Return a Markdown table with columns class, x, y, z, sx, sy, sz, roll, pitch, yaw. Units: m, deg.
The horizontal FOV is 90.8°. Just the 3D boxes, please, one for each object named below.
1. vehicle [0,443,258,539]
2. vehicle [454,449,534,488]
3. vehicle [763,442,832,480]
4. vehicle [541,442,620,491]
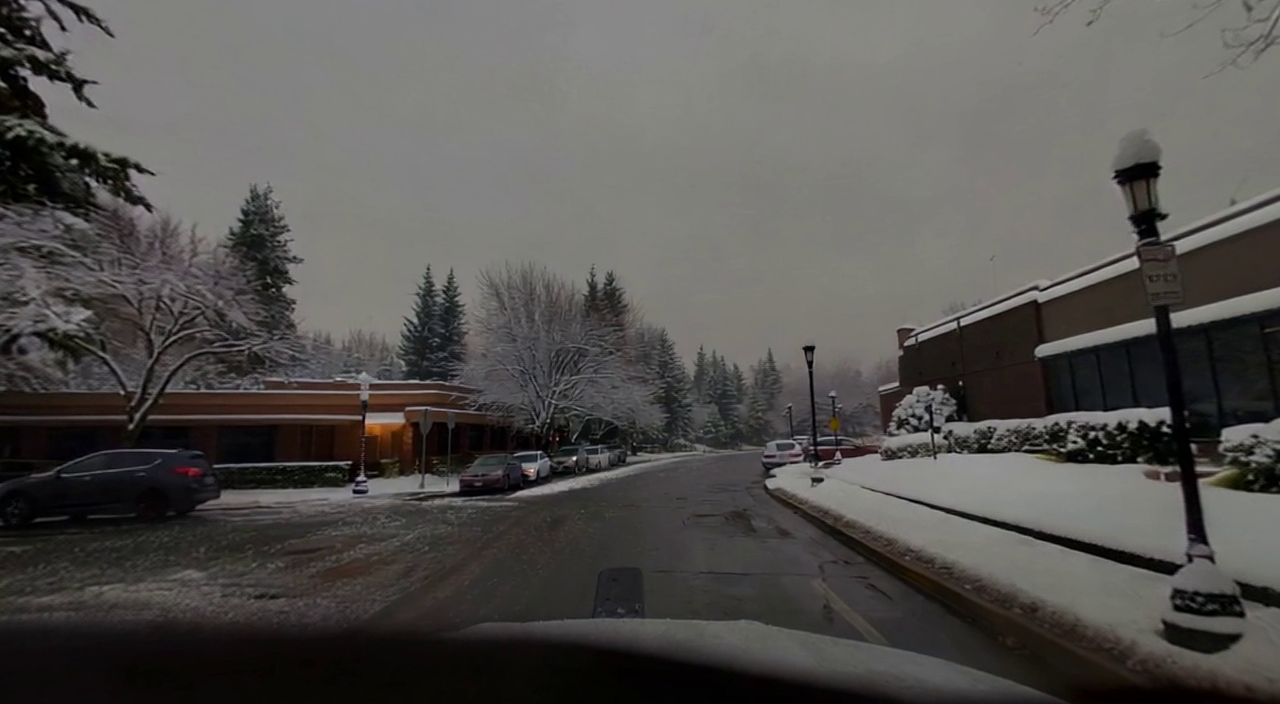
| class | x | y | z | sx | sy | sz | roll | pitch | yaw |
| --- | --- | --- | --- | --- | --- | --- | --- | --- | --- |
| vehicle | -9.984 | 2.555 | 11.952 | 4.106 | 1.620 | 2.065 | 0 | -9 | -1 |
| vehicle | -6.060 | 4.870 | 26.807 | 1.968 | 1.443 | 4.358 | -1 | -8 | 6 |
| vehicle | 6.703 | 4.689 | 27.415 | 1.918 | 1.461 | 4.419 | 0 | -9 | 1 |
| vehicle | -2.139 | 4.304 | 24.144 | 2.110 | 1.651 | 4.410 | -1 | -9 | 7 |
